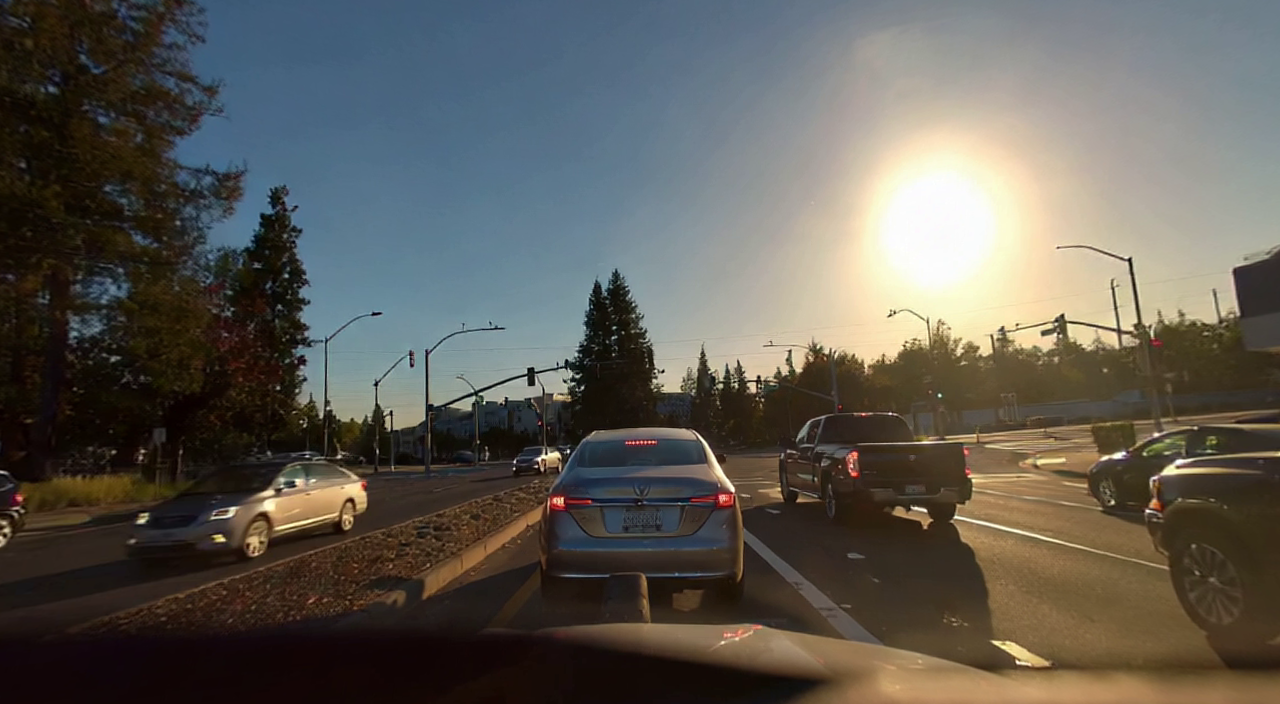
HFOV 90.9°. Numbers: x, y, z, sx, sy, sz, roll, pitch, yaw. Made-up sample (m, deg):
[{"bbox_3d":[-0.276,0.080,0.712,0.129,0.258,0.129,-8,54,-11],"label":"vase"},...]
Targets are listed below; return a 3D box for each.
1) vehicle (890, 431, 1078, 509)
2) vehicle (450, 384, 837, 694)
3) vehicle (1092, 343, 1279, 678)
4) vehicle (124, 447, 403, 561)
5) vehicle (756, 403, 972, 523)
[{"bbox_3d":[7.590,2.617,14.530,1.856,1.487,4.454,-1,-8,1],"label":"vehicle"},{"bbox_3d":[-0.014,1.310,5.522,2.116,1.677,3.948,0,-8,-1],"label":"vehicle"},{"bbox_3d":[4.462,0.716,2.453,2.019,1.803,4.634,-1,-8,2],"label":"vehicle"},{"bbox_3d":[-6.026,2.423,10.959,2.005,1.503,4.559,-1,-8,1],"label":"vehicle"},{"bbox_3d":[4.169,2.213,13.117,2.319,1.930,5.651,0,-8,-1],"label":"vehicle"}]
